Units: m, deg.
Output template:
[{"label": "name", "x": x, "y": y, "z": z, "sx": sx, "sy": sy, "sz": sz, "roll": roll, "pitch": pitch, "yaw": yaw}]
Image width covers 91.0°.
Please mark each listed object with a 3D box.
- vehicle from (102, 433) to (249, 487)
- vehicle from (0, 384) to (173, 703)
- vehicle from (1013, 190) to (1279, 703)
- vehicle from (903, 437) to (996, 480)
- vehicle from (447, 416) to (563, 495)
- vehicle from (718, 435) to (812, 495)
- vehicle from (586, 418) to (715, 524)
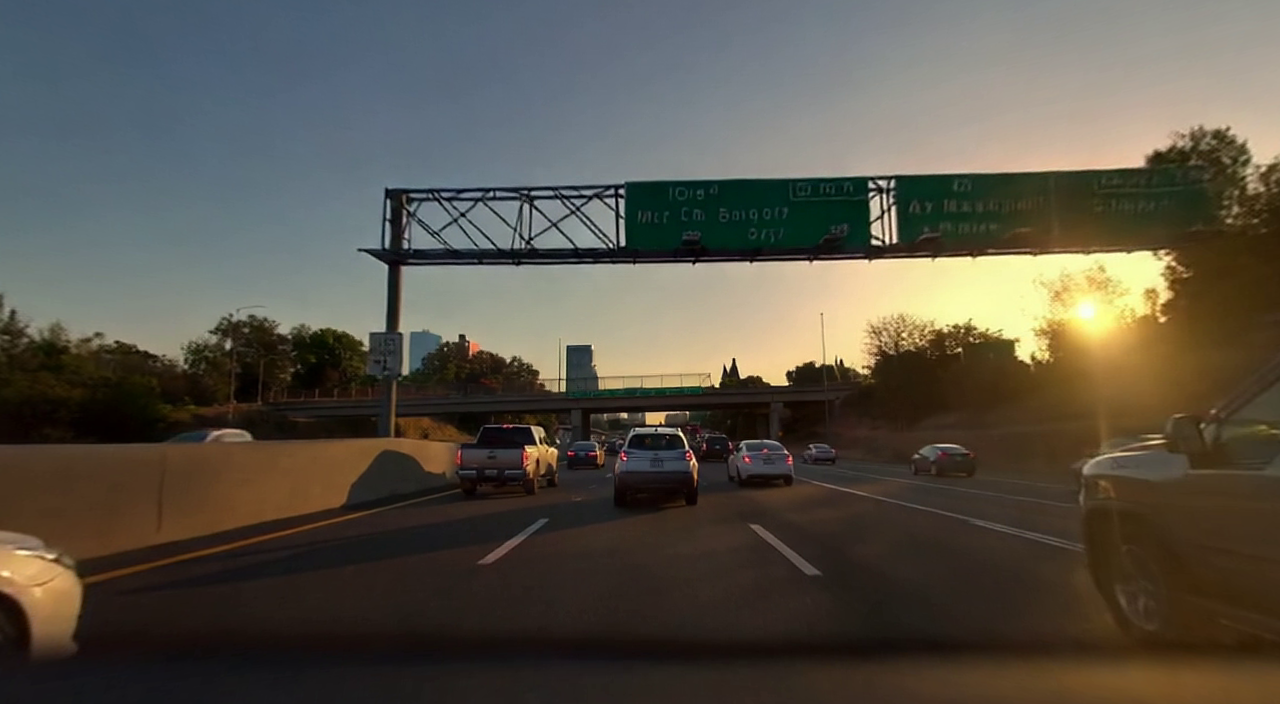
[{"label": "vehicle", "x": -18.416, "y": 4.292, "z": 25.346, "sx": 2.090, "sy": 1.916, "sz": 4.843, "roll": 0, "pitch": -8, "yaw": 1}, {"label": "vehicle", "x": -3.749, "y": 0.706, "z": 1.197, "sx": 2.014, "sy": 1.579, "sz": 4.761, "roll": 0, "pitch": -9, "yaw": 1}, {"label": "vehicle", "x": 3.548, "y": 0.367, "z": 1.313, "sx": 2.300, "sy": 2.242, "sz": 5.327, "roll": 0, "pitch": -9, "yaw": 1}, {"label": "vehicle", "x": 13.856, "y": 4.782, "z": 28.513, "sx": 2.085, "sy": 1.754, "sz": 4.466, "roll": 0, "pitch": -9, "yaw": 3}, {"label": "vehicle", "x": -4.055, "y": 3.259, "z": 20.178, "sx": 2.212, "sy": 2.101, "sz": 6.052, "roll": 0, "pitch": -9, "yaw": 1}, {"label": "vehicle", "x": 3.719, "y": 3.458, "z": 19.687, "sx": 2.022, "sy": 1.633, "sz": 4.651, "roll": 0, "pitch": -8, "yaw": 0}, {"label": "vehicle", "x": 0.219, "y": 2.337, "z": 12.850, "sx": 2.181, "sy": 1.756, "sz": 4.167, "roll": 0, "pitch": -9, "yaw": 1}]
